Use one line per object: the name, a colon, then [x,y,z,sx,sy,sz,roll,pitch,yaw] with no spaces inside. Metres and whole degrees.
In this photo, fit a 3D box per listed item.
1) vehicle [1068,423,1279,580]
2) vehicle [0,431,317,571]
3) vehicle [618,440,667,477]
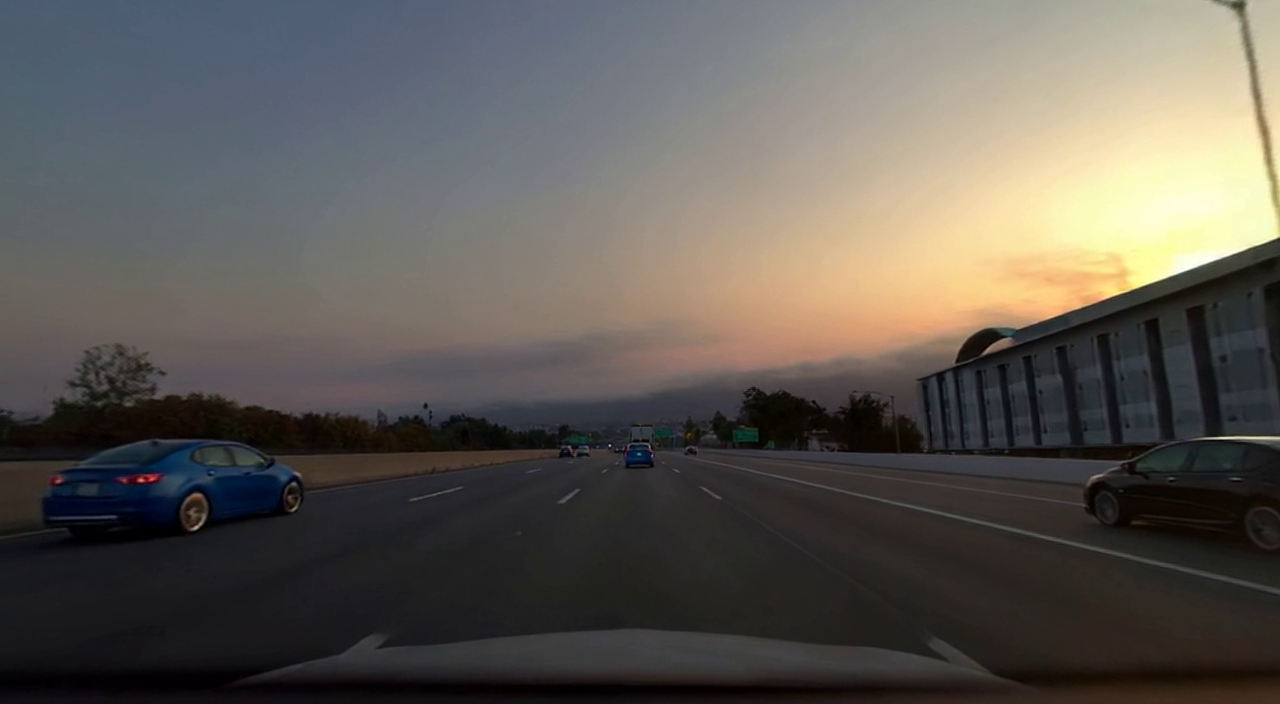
vehicle: [7.121,1.511,6.559,1.937,1.498,4.710,0,-8,-1]
vehicle: [-6.683,1.905,8.881,1.978,1.477,4.239,0,-8,0]
vehicle: [0.102,4.739,28.271,2.036,1.542,3.891,0,-8,0]
